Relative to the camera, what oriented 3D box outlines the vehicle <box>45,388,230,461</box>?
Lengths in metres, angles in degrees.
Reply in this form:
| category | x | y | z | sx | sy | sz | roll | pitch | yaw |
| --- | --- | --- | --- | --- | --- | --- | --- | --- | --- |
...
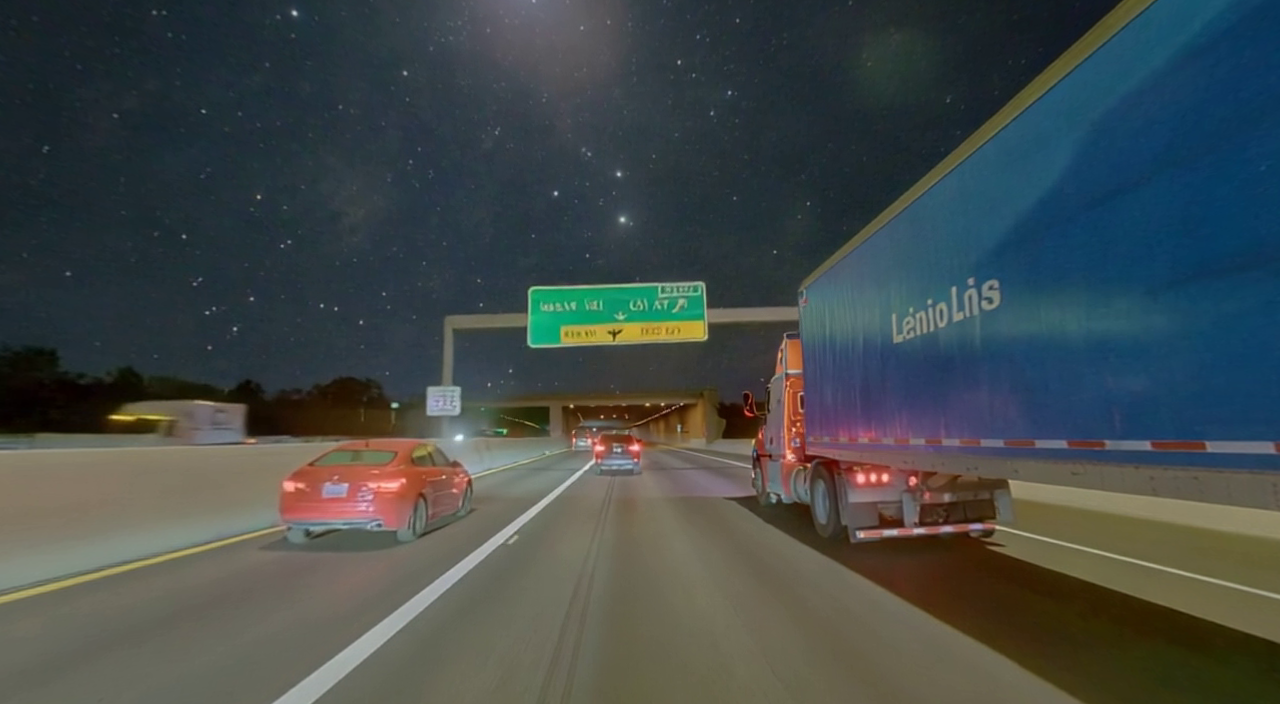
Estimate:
| category | x | y | z | sx | sy | sz | roll | pitch | yaw |
| --- | --- | --- | --- | --- | --- | --- | --- | --- | --- |
| vehicle | -19.537 | 2.929 | 25.101 | 2.360 | 2.529 | 6.082 | 0 | -8 | -1 |

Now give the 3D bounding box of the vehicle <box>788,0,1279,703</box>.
| category | x | y | z | sx | sy | sz | roll | pitch | yaw |
| --- | --- | --- | --- | --- | --- | --- | --- | --- | --- |
| vehicle | 3.958 | -0.242 | 3.207 | 2.842 | 4.108 | 14.081 | 0 | -8 | -1 |

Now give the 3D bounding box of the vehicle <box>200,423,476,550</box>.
| category | x | y | z | sx | sy | sz | roll | pitch | yaw |
| --- | --- | --- | --- | --- | --- | --- | --- | --- | --- |
| vehicle | -4.049 | 1.844 | 9.457 | 2.019 | 1.435 | 4.317 | 0 | -8 | 0 |

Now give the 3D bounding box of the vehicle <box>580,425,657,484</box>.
| category | x | y | z | sx | sy | sz | roll | pitch | yaw |
| --- | --- | --- | --- | --- | --- | --- | --- | --- | --- |
| vehicle | -0.624 | 3.064 | 19.145 | 2.094 | 1.600 | 3.666 | 0 | -8 | -1 |
